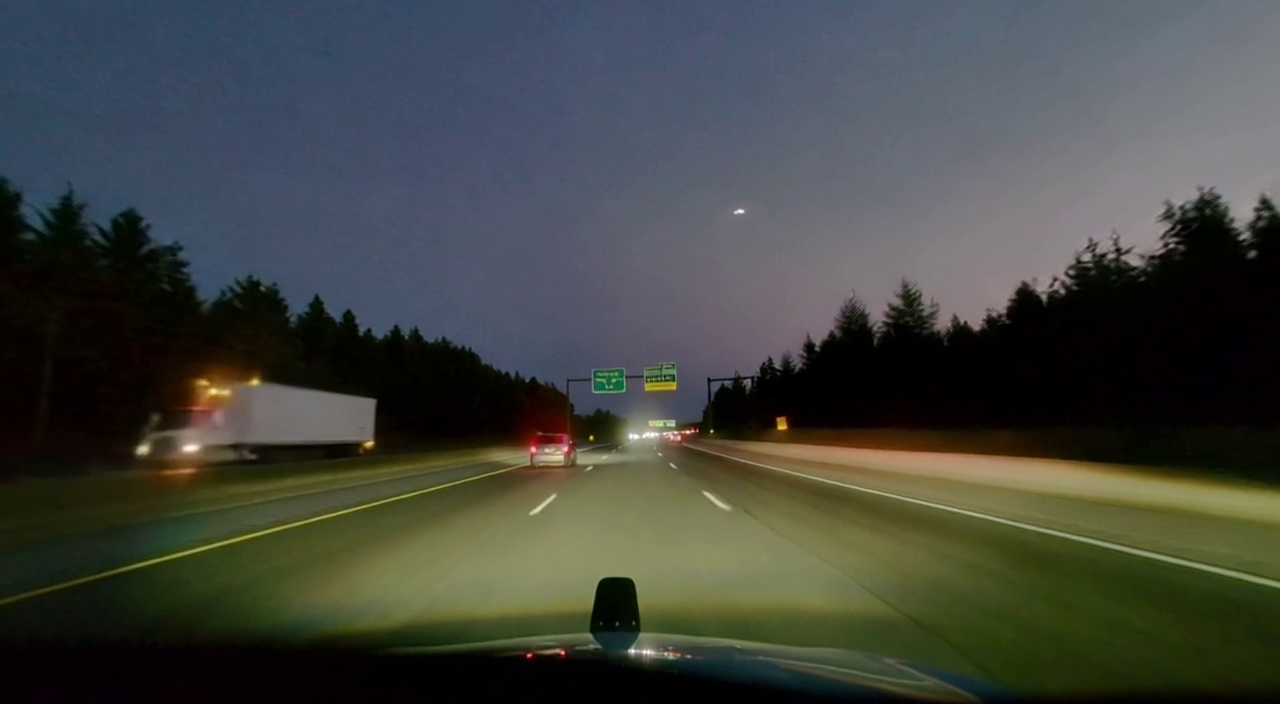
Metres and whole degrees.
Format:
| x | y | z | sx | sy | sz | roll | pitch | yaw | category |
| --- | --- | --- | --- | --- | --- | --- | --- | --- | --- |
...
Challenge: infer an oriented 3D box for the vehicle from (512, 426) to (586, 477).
| x | y | z | sx | sy | sz | roll | pitch | yaw | category |
| --- | --- | --- | --- | --- | --- | --- | --- | --- | --- |
| -3.174 | 3.559 | 22.830 | 2.084 | 1.654 | 4.080 | 0 | -8 | 0 | vehicle |

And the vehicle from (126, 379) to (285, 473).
| x | y | z | sx | sy | sz | roll | pitch | yaw | category |
| --- | --- | --- | --- | --- | --- | --- | --- | --- | --- |
| -20.728 | 3.643 | 30.679 | 3.131 | 4.064 | 6.177 | 0 | -8 | 0 | vehicle |
